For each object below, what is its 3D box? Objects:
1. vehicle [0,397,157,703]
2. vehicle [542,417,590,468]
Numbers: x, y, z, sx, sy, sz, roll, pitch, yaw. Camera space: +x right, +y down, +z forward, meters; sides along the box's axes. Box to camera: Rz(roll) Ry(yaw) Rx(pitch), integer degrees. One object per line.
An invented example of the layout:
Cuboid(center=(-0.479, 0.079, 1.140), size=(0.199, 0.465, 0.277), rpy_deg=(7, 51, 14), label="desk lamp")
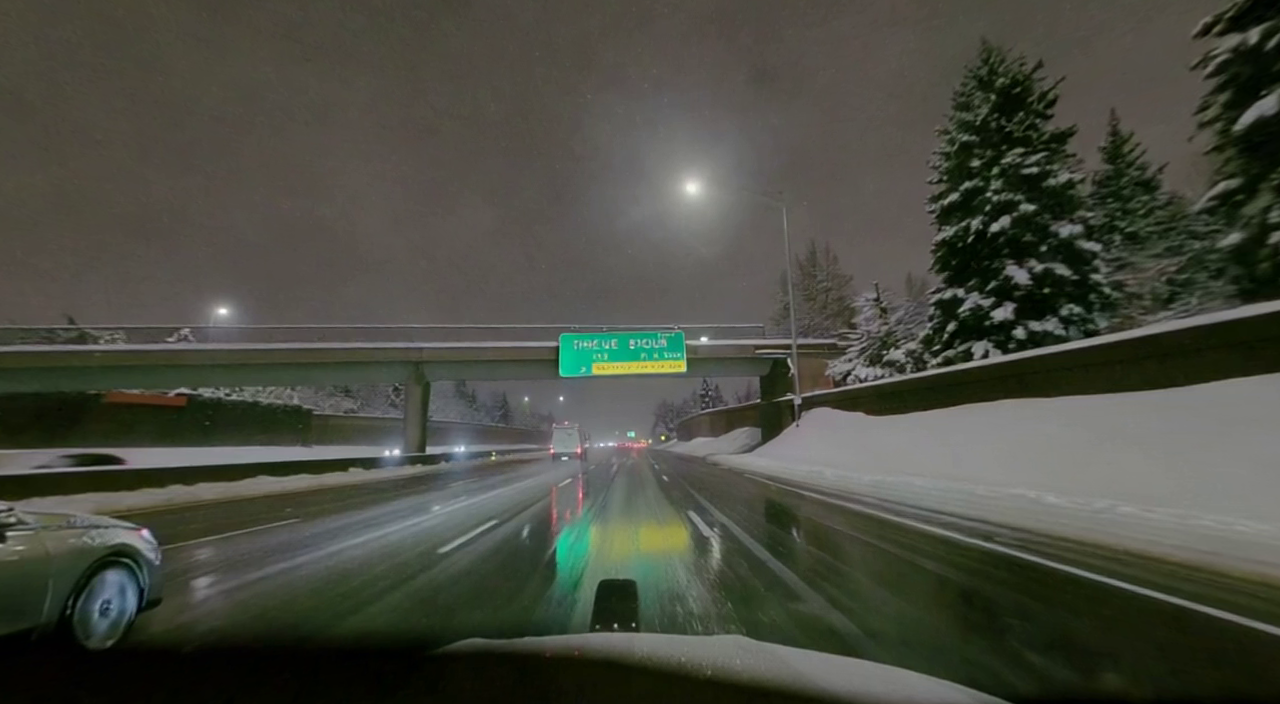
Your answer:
Cuboid(center=(-4.112, 0.801, 1.692), size=(2.025, 1.556, 4.594), rpy_deg=(0, -8, -1), label="vehicle")
Cuboid(center=(-4.636, 5.819, 40.495), size=(2.364, 2.953, 6.732), rpy_deg=(0, -8, -1), label="vehicle")
